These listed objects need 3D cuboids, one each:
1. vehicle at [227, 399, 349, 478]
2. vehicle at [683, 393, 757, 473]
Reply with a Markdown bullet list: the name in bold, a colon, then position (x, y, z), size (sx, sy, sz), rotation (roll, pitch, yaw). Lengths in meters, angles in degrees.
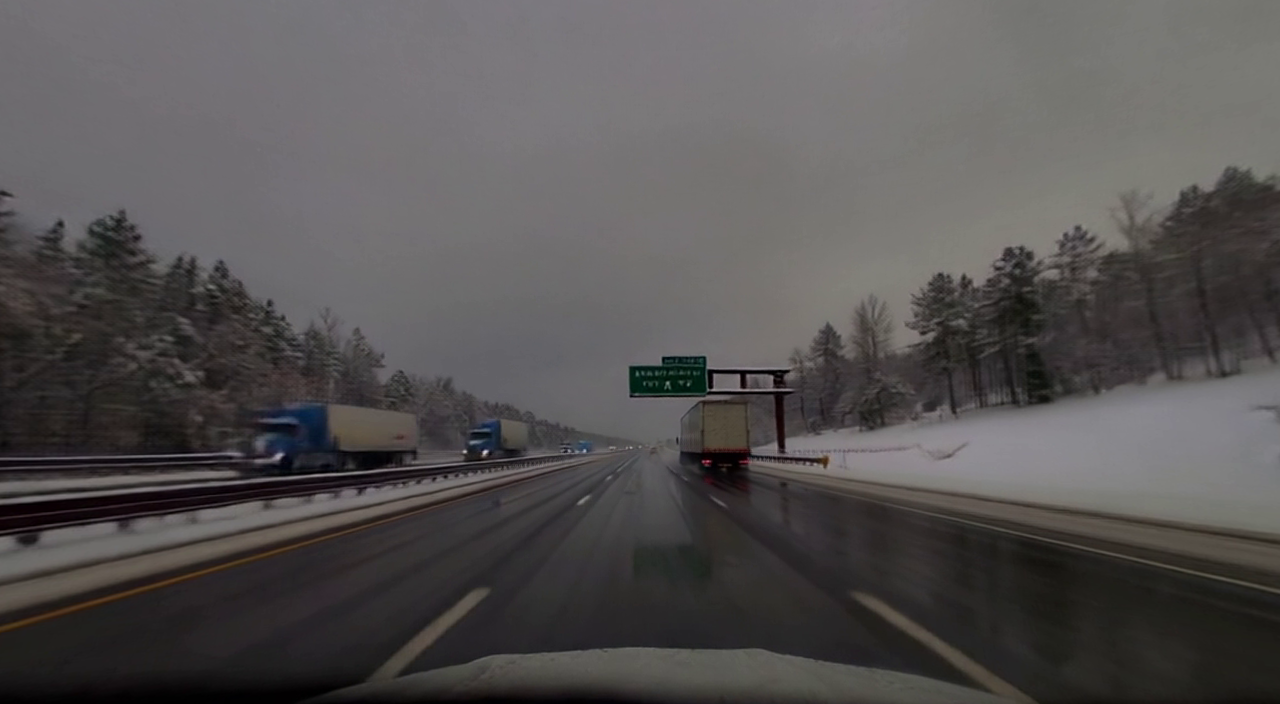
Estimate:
- **vehicle**: position (-18.648, 4.712, 33.898), size (2.998, 3.836, 5.792), rotation (0, -9, 0)
- **vehicle**: position (4.553, 5.193, 39.233), size (2.784, 4.080, 13.516), rotation (-1, -9, 0)
